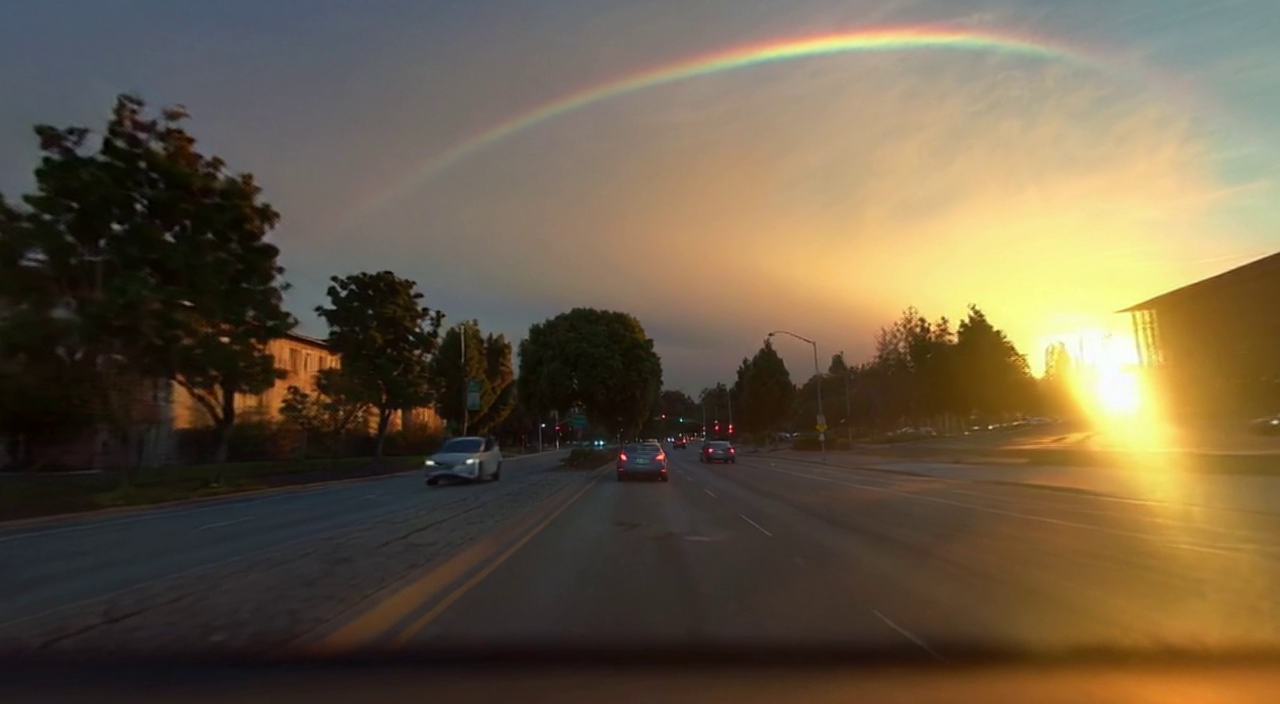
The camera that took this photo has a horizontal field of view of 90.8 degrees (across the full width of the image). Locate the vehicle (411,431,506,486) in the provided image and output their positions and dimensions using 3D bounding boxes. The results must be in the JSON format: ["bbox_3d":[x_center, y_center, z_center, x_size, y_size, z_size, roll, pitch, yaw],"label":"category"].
[{"bbox_3d":[-6.575,3.926,23.488,2.174,1.802,4.591,0,-9,0],"label":"vehicle"}]

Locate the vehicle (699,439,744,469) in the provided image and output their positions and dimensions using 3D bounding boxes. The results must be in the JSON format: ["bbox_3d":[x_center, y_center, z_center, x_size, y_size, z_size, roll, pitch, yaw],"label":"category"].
[{"bbox_3d":[4.731,5.976,37.198,1.987,1.613,4.081,0,-9,-1],"label":"vehicle"}]

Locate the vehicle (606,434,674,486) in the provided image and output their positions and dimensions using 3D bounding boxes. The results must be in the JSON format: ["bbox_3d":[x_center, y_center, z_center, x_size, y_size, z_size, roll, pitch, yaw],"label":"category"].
[{"bbox_3d":[0.021,3.759,22.301,2.181,1.639,4.127,0,-9,0],"label":"vehicle"}]
